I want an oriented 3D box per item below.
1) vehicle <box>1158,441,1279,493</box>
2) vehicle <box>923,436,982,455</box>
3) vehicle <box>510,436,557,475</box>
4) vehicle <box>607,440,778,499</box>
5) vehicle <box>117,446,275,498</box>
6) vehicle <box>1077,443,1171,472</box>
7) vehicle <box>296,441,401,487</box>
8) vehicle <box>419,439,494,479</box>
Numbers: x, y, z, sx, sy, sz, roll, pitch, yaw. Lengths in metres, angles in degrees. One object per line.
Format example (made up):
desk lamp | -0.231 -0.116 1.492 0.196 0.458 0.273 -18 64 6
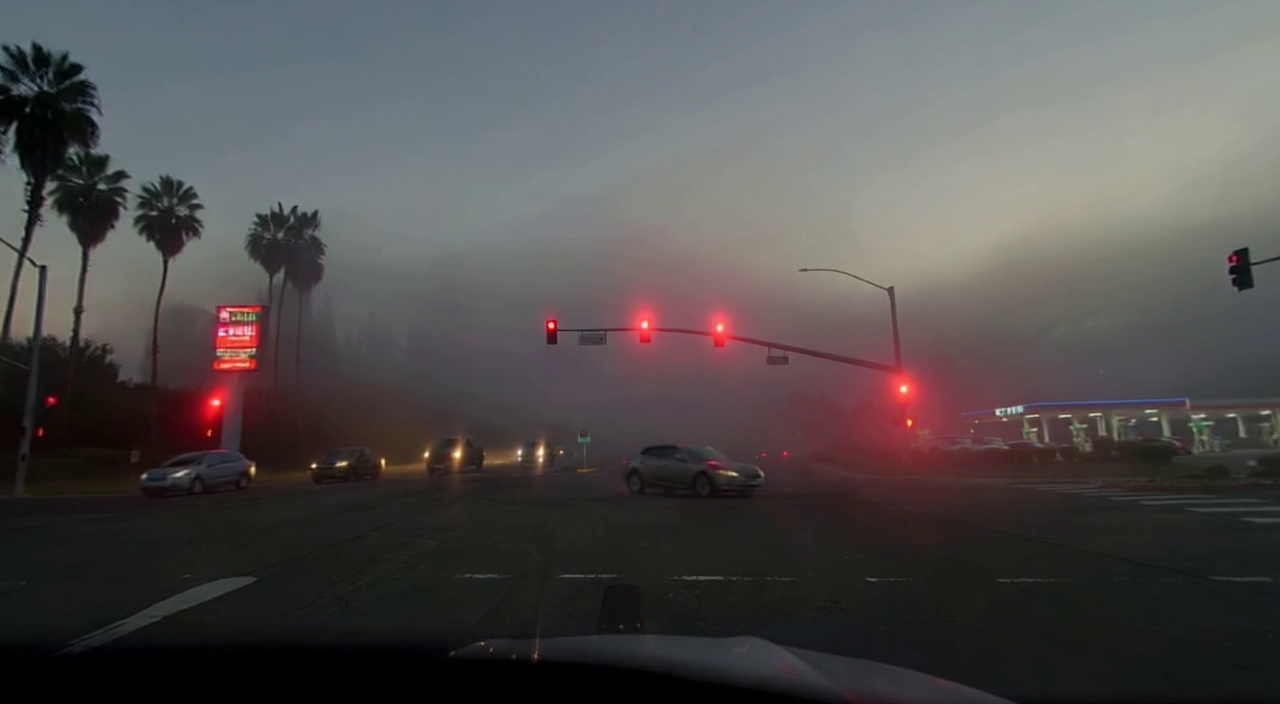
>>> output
vehicle | 18.719 3.401 18.816 5.015 1.446 1.862 0 -9 -3
vehicle | 22.549 6.760 45.657 3.356 1.395 1.559 0 -9 -1
vehicle | -5.124 5.054 31.036 1.929 1.719 4.892 1 -9 -6
vehicle | 1.384 3.280 18.065 4.579 1.464 1.983 -8 -12 41
vehicle | -15.168 4.096 21.991 2.099 1.590 4.625 0 -9 0
vehicle | 24.268 5.295 31.735 3.474 1.376 1.538 0 -9 -2
vehicle | -11.861 4.560 26.137 1.973 1.712 4.872 0 -9 0
vehicle | -8.498 4.980 29.696 2.124 1.701 4.551 0 -9 0
